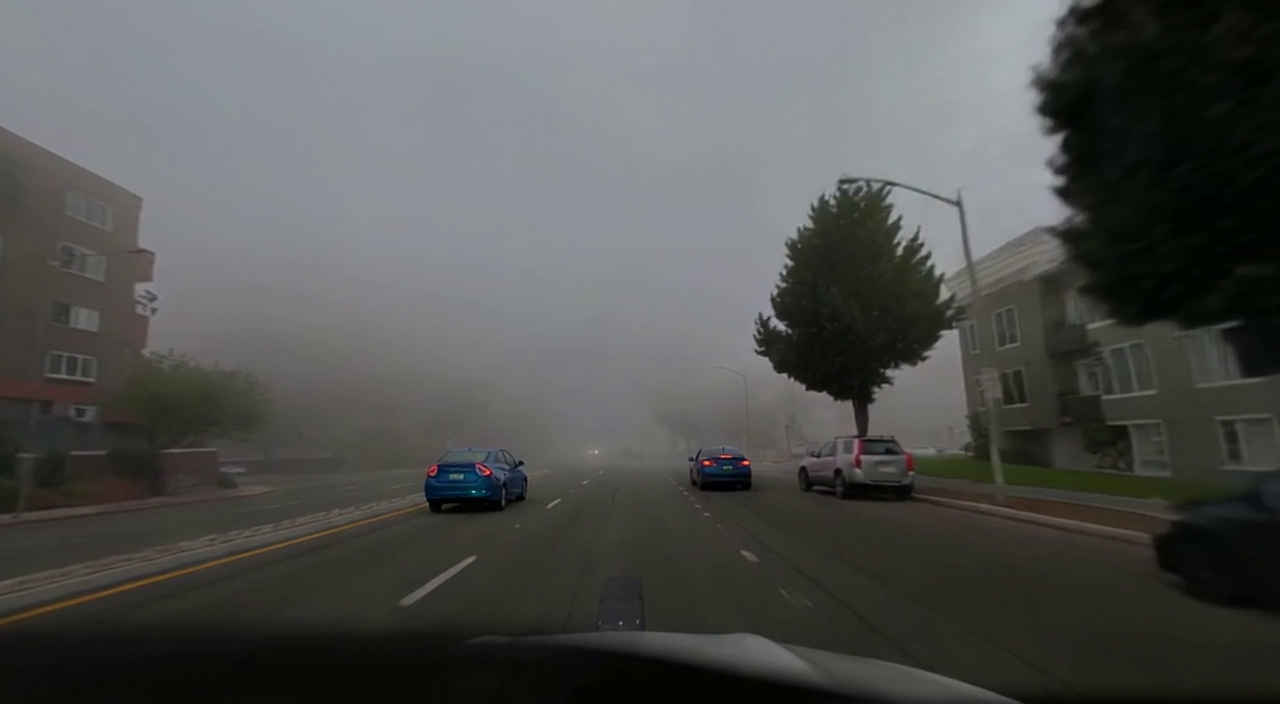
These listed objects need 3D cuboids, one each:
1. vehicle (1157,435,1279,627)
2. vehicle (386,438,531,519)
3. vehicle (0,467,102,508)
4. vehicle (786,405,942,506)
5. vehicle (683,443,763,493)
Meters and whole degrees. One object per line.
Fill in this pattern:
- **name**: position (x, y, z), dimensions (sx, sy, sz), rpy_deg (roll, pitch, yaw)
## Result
- **vehicle**: position (5.909, 1.198, 3.661), dimensions (1.905, 1.471, 4.596), rpy_deg (0, -9, 0)
- **vehicle**: position (-3.853, 2.754, 14.277), dimensions (2.062, 1.527, 4.044), rpy_deg (0, -9, 0)
- **vehicle**: position (-24.144, 5.246, 24.679), dimensions (4.451, 1.445, 1.945), rpy_deg (0, -9, 1)
- **vehicle**: position (6.012, 2.880, 17.887), dimensions (2.394, 2.400, 5.209), rpy_deg (0, -9, -1)
- **vehicle**: position (2.585, 3.749, 20.847), dimensions (1.978, 1.471, 4.426), rpy_deg (0, -9, -1)
